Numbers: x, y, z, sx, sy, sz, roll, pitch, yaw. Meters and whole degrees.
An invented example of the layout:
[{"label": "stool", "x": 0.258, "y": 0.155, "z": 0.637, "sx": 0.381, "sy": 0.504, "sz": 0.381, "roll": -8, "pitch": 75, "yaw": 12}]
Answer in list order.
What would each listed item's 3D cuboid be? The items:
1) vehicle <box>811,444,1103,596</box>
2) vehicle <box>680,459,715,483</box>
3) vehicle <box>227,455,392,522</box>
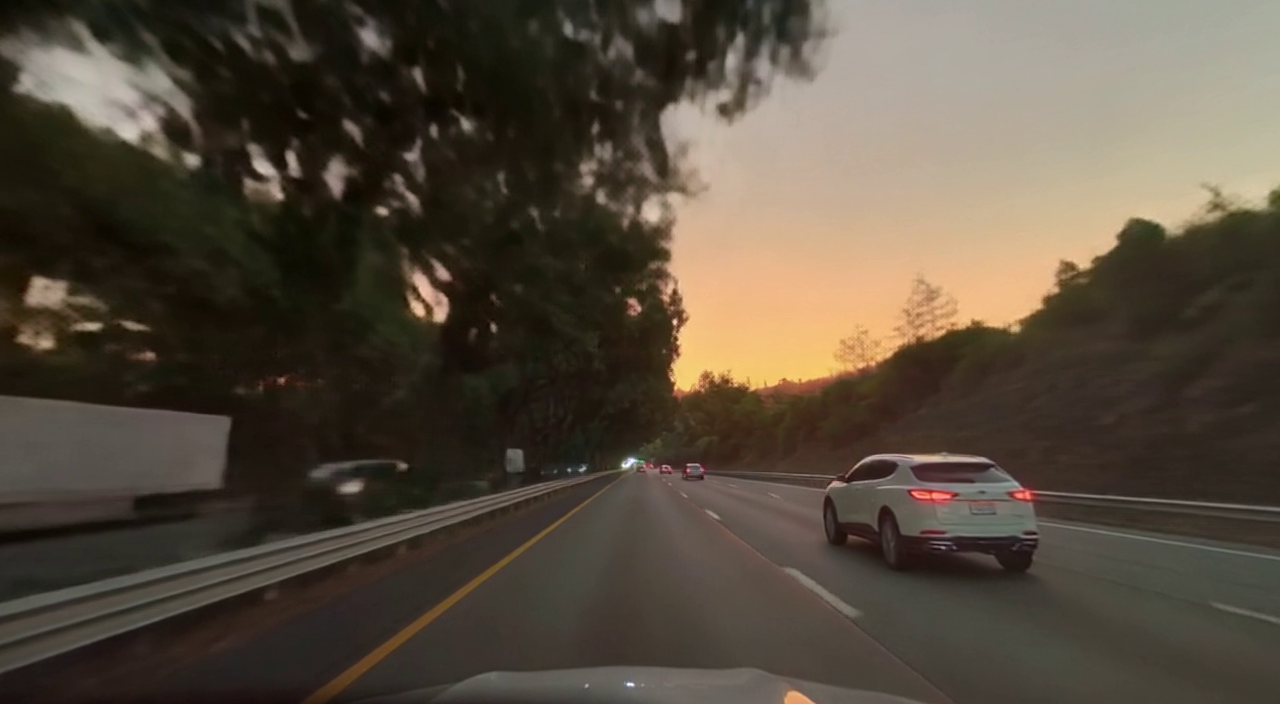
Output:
[{"label": "vehicle", "x": 3.761, "y": 2.071, "z": 8.438, "sx": 1.825, "sy": 1.494, "sz": 3.959, "roll": 1, "pitch": -10, "yaw": 0}, {"label": "vehicle", "x": 4.043, "y": 8.482, "z": 44.899, "sx": 2.156, "sy": 1.569, "sz": 3.821, "roll": 1, "pitch": -10, "yaw": 0}, {"label": "vehicle", "x": -8.922, "y": 3.725, "z": 17.600, "sx": 1.958, "sy": 1.576, "sz": 4.727, "roll": 1, "pitch": -10, "yaw": 1}]
